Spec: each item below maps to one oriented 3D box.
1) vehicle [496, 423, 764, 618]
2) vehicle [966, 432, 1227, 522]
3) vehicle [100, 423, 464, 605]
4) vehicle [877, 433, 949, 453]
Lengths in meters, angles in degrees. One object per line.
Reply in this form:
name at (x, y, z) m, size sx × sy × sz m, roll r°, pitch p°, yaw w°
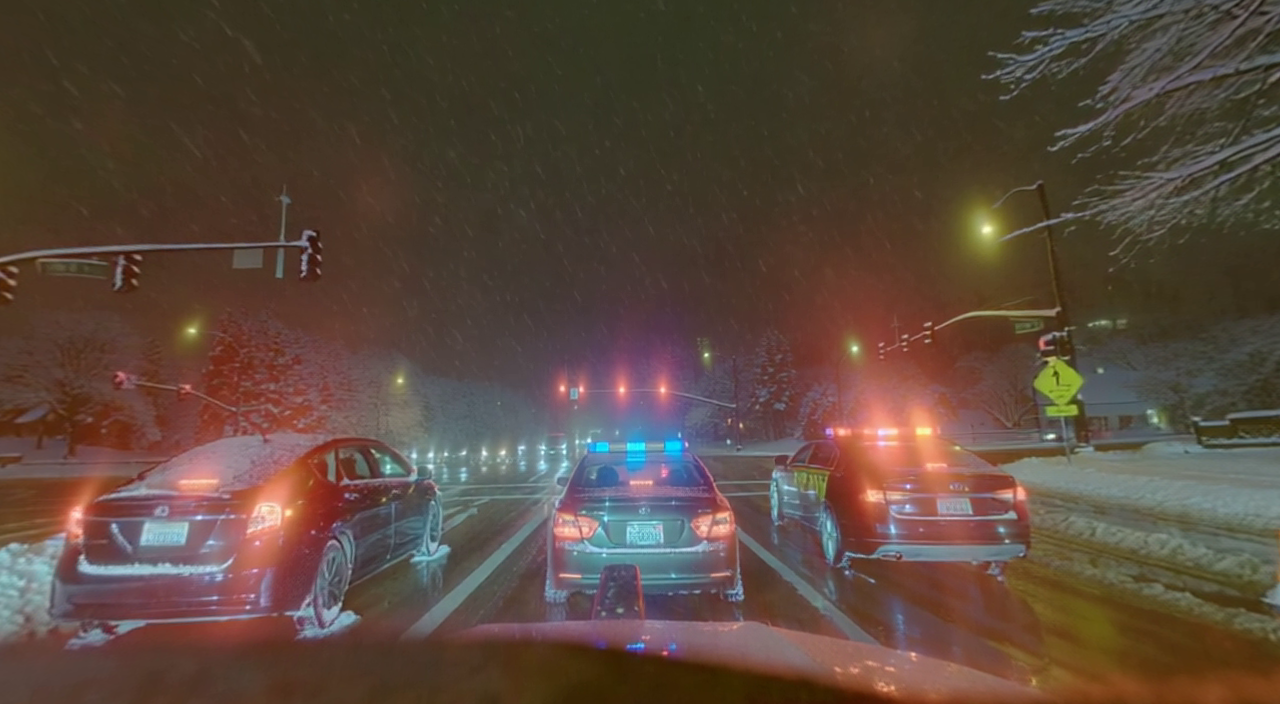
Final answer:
vehicle at (-0.120, 1.625, 7.090) m, size 2.061 × 1.486 × 4.332 m, roll 0°, pitch -8°, yaw -1°
vehicle at (9.370, 2.578, 13.597) m, size 1.957 × 1.576 × 4.670 m, roll 0°, pitch -8°, yaw -3°
vehicle at (-3.604, 1.674, 7.388) m, size 1.863 × 1.526 × 4.006 m, roll 0°, pitch -8°, yaw 1°
vehicle at (21.616, 7.219, 49.895) m, size 4.827 × 1.484 × 1.883 m, roll 0°, pitch -9°, yaw 1°
